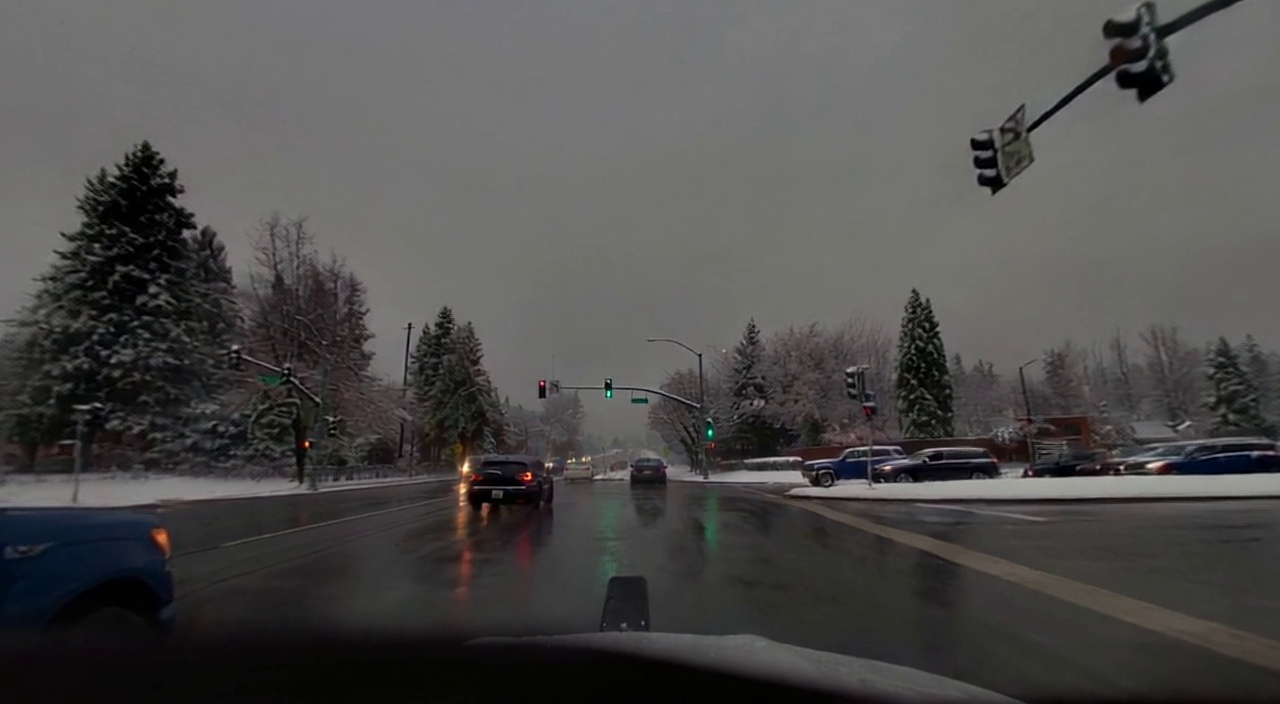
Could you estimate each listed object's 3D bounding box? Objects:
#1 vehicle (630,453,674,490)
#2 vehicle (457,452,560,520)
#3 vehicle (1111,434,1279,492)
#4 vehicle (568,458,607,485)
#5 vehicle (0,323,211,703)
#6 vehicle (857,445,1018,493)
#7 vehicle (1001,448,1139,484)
[{"bbox_3d":[0.577,6.078,32.362,2.163,1.678,3.846,0,-8,0],"label":"vehicle"},{"bbox_3d":[-3.329,3.446,16.675,1.960,1.528,3.490,0,-8,0],"label":"vehicle"},{"bbox_3d":[20.986,4.129,23.740,4.585,1.681,2.140,-5,-7,1],"label":"vehicle"},{"bbox_3d":[-3.271,7.542,40.025,2.013,1.474,4.393,0,-8,1],"label":"vehicle"},{"bbox_3d":[-3.193,0.590,0.646,2.190,1.766,4.649,0,-8,0],"label":"vehicle"},{"bbox_3d":[10.989,4.391,23.570,4.875,1.473,2.077,-2,-12,-1],"label":"vehicle"},{"bbox_3d":[18.669,4.954,27.540,4.478,1.495,2.063,0,-8,0],"label":"vehicle"}]
